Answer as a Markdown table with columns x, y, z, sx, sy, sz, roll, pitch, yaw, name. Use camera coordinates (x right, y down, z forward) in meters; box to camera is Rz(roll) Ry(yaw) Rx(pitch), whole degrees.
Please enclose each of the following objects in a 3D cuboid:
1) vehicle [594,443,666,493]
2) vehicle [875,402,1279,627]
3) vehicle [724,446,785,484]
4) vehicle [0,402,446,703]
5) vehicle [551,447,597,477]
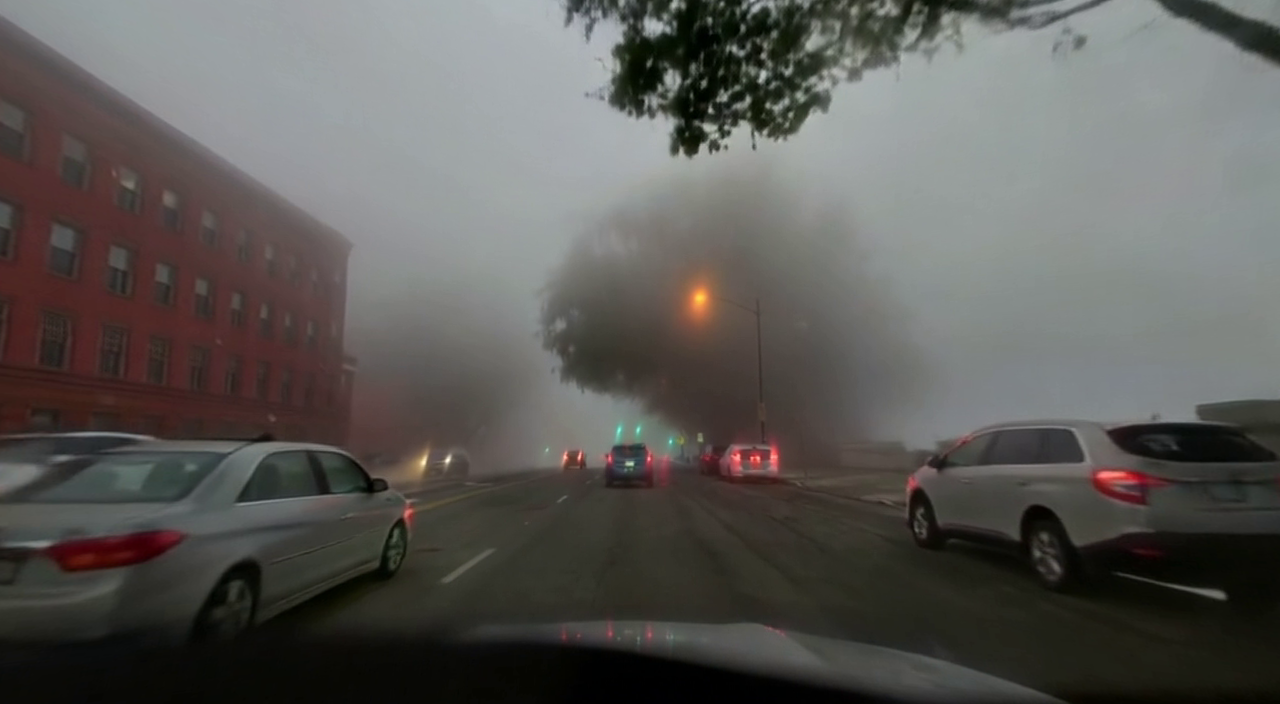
| x | y | z | sx | sy | sz | roll | pitch | yaw | name |
| --- | --- | --- | --- | --- | --- | --- | --- | --- | --- |
| -0.323 | 3.902 | 21.631 | 2.230 | 1.518 | 4.113 | 0 | -8 | -1 | vehicle |
| 4.871 | 1.635 | 7.421 | 2.123 | 1.736 | 4.795 | 1 | -8 | -3 | vehicle |
| 4.951 | 4.932 | 27.804 | 1.832 | 1.491 | 4.054 | 1 | -8 | -2 | vehicle |
| -3.432 | 1.363 | 5.445 | 1.934 | 1.548 | 4.635 | 0 | -8 | 1 | vehicle |
| -3.631 | 6.124 | 35.317 | 1.972 | 1.560 | 4.066 | 0 | -8 | 2 | vehicle |
